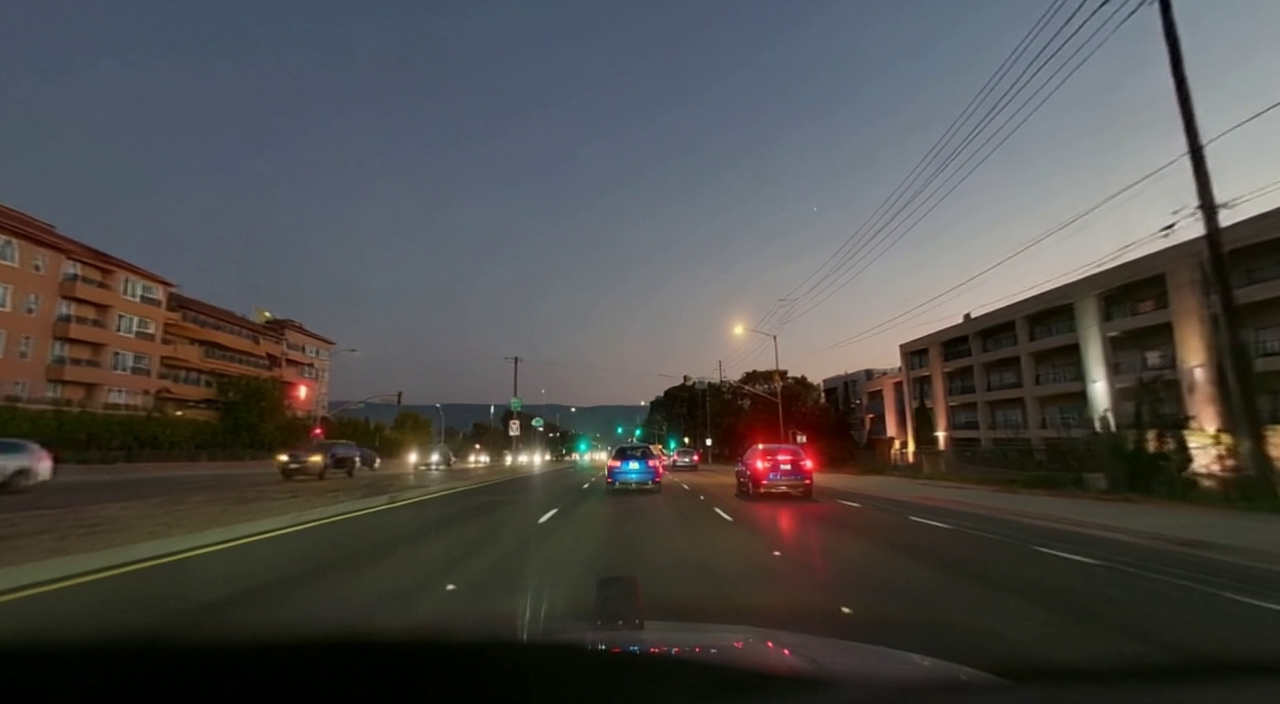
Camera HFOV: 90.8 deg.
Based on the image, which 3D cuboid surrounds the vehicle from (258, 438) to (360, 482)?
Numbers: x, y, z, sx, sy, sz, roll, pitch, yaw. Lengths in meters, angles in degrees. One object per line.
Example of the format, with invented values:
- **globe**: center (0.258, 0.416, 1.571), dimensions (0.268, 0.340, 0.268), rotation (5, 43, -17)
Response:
- **vehicle**: center (-14.212, 4.653, 27.486), dimensions (2.064, 1.745, 4.495), rotation (0, -9, -1)

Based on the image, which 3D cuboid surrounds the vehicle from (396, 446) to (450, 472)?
- **vehicle**: center (-14.443, 7.132, 42.315), dimensions (2.064, 1.676, 4.332), rotation (0, -9, 1)

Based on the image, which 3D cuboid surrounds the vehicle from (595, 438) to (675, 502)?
- **vehicle**: center (-0.178, 3.350, 18.355), dimensions (2.073, 1.606, 3.933), rotation (0, -8, -1)

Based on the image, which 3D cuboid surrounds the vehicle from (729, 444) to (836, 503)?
- **vehicle**: center (4.104, 3.566, 19.003), dimensions (2.086, 1.534, 4.351), rotation (0, -9, -1)

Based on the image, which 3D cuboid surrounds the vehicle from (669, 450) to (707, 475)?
- **vehicle**: center (3.081, 7.201, 41.316), dimensions (2.054, 1.461, 4.321), rotation (0, -8, -1)
